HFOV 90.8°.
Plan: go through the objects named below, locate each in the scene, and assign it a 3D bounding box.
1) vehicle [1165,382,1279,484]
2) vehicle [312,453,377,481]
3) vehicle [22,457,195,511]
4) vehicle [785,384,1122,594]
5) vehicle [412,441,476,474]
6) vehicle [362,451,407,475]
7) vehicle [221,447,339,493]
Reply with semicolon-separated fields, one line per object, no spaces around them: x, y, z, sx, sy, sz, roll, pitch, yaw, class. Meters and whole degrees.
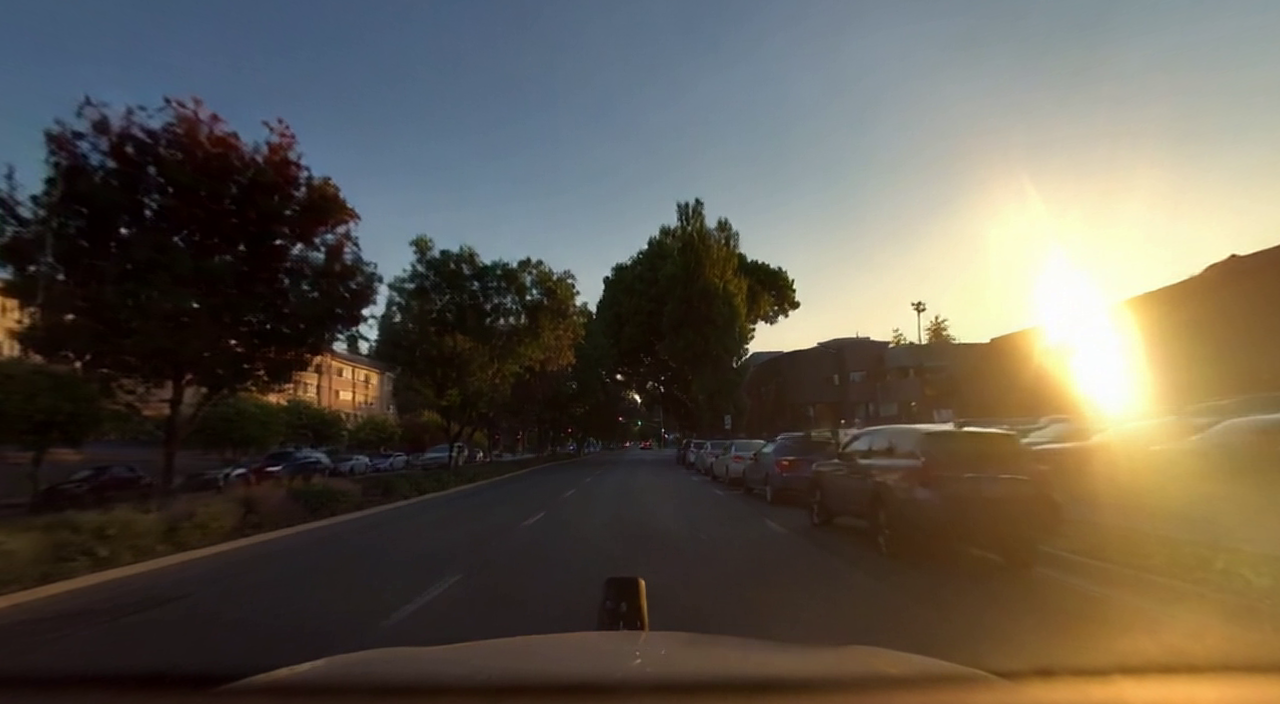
15.157;1.977;15.160;5.586;2.094;2.297;6;-8;-33;vehicle
-18.201;7.084;39.141;1.958;1.534;4.428;0;-8;-1;vehicle
-17.882;4.424;21.641;1.932;1.510;4.685;0;-8;-2;vehicle
3.395;1.574;8.063;1.935;1.920;4.397;0;-8;-1;vehicle
-11.363;6.141;37.055;2.127;1.752;4.889;0;-8;1;vehicle
-18.231;7.910;45.185;1.760;1.566;3.664;0;-8;-2;vehicle
-14.537;4.738;25.861;2.150;1.700;4.442;0;-8;0;vehicle
